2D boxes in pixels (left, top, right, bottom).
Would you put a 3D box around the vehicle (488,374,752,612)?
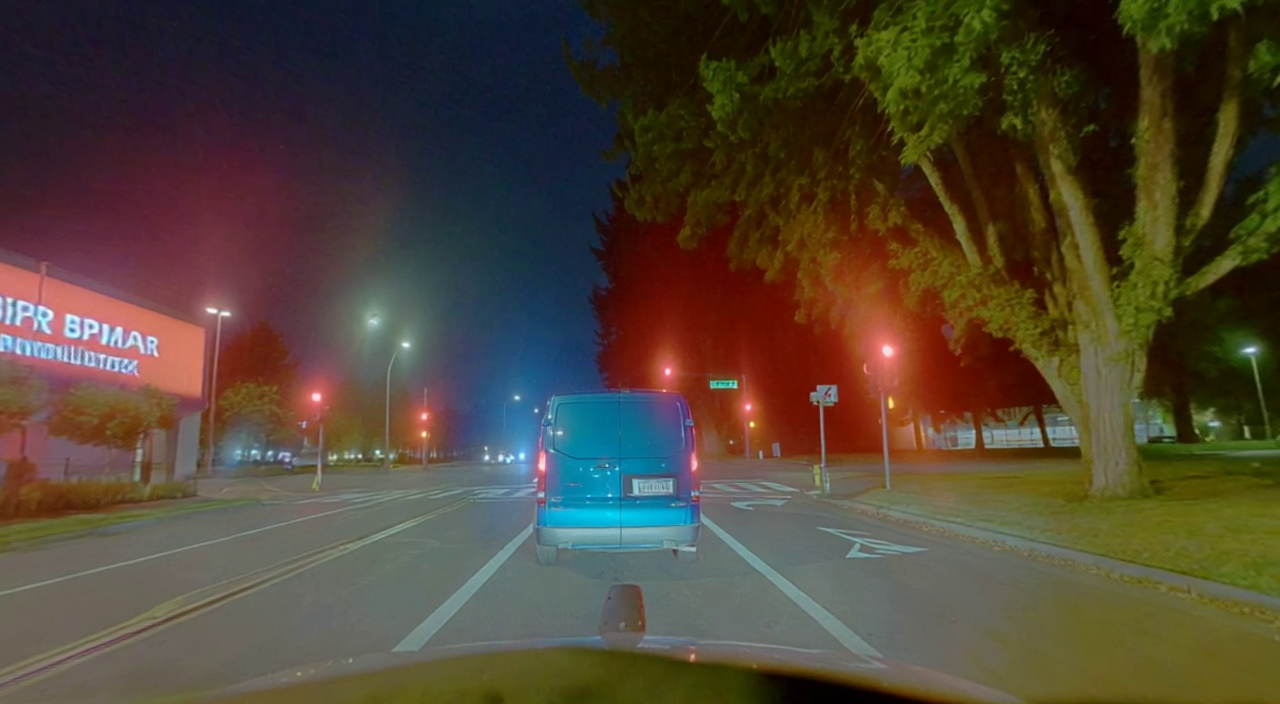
[{"bbox_3d":[-0.296,1.465,7.290,2.181,1.949,3.932,1,-9,-4],"label":"vehicle"}]
